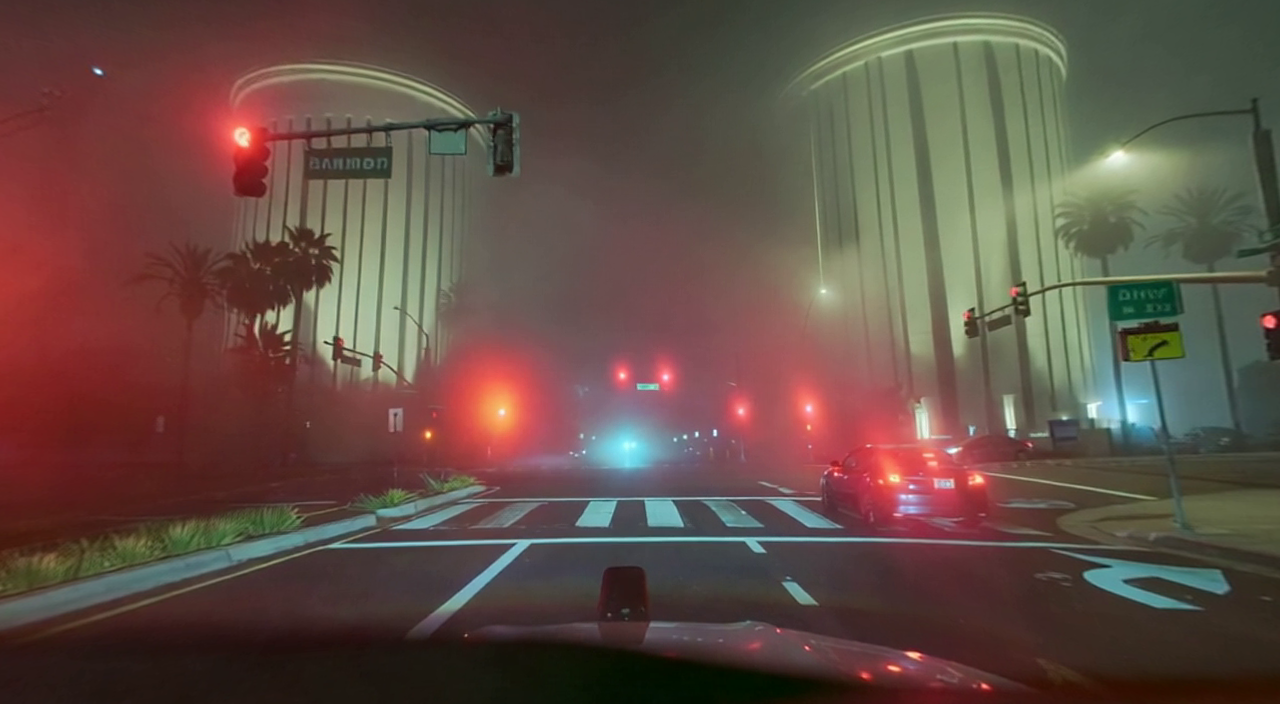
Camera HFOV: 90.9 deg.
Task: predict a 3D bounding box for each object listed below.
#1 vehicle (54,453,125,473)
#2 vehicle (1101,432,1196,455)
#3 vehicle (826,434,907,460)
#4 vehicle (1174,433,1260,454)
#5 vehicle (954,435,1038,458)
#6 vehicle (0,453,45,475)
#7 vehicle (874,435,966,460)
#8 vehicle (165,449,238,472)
[{"bbox_3d":[-41.713,8.417,47.803,3.698,1.467,1.779,0,-8,0],"label":"vehicle"},{"bbox_3d":[33.307,5.986,41.358,4.567,1.458,1.791,0,-8,1],"label":"vehicle"},{"bbox_3d":[15.035,6.355,41.995,4.648,1.665,1.910,0,-8,-1],"label":"vehicle"},{"bbox_3d":[42.121,6.695,46.079,4.437,1.469,1.811,0,-8,0],"label":"vehicle"},{"bbox_3d":[23.536,6.262,41.763,4.423,1.465,1.798,0,-8,0],"label":"vehicle"},{"bbox_3d":[-48.024,8.497,47.928,3.786,1.555,1.702,0,-8,2],"label":"vehicle"},{"bbox_3d":[16.939,5.774,38.254,4.684,1.461,1.777,0,-8,-1],"label":"vehicle"},{"bbox_3d":[-33.204,8.203,47.796,4.136,1.661,1.857,0,-8,0],"label":"vehicle"}]
